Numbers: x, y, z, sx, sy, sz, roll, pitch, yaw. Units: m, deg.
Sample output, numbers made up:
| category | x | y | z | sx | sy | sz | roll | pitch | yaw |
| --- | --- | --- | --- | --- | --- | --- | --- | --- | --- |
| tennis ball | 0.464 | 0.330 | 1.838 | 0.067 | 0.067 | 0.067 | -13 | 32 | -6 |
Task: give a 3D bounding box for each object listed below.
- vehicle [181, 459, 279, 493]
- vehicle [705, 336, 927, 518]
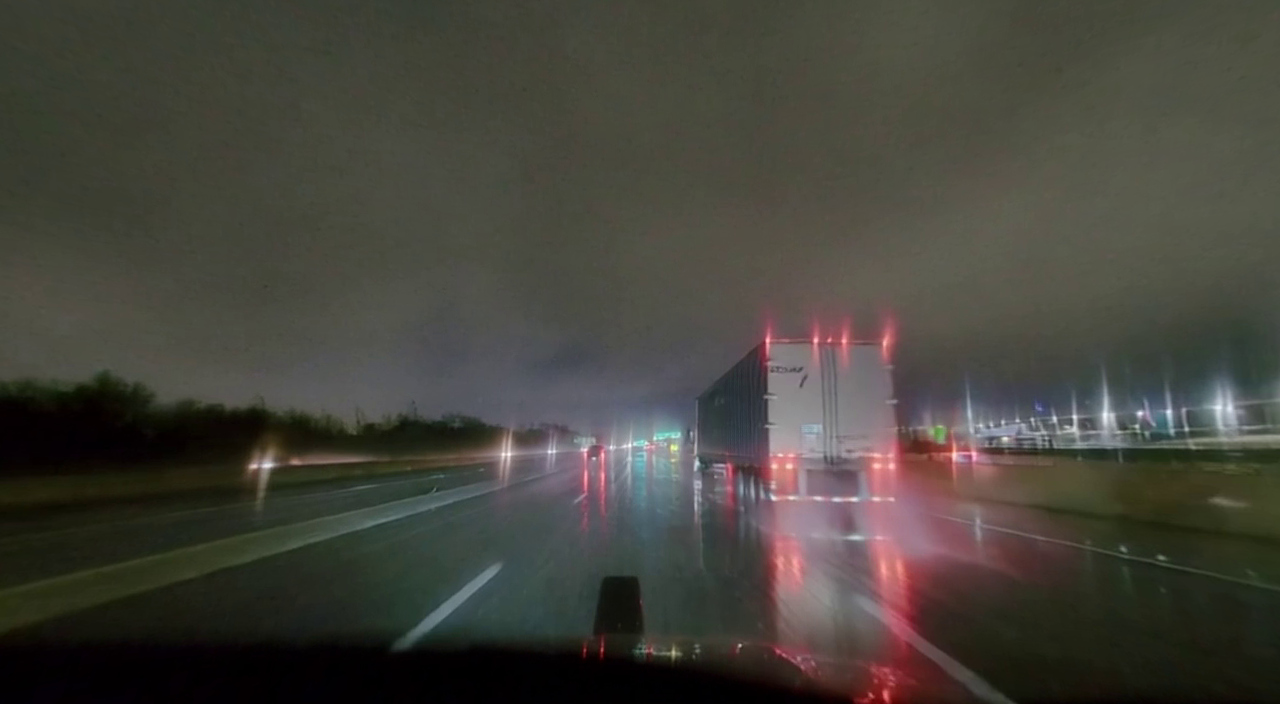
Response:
| category | x | y | z | sx | sy | sz | roll | pitch | yaw |
| --- | --- | --- | --- | --- | --- | --- | --- | --- | --- |
| vehicle | -19.744 | 5.972 | 30.425 | 1.832 | 1.402 | 4.349 | 0 | -9 | 0 |
| vehicle | 4.021 | 2.365 | 18.226 | 2.823 | 3.509 | 12.118 | 0 | -9 | 0 |
